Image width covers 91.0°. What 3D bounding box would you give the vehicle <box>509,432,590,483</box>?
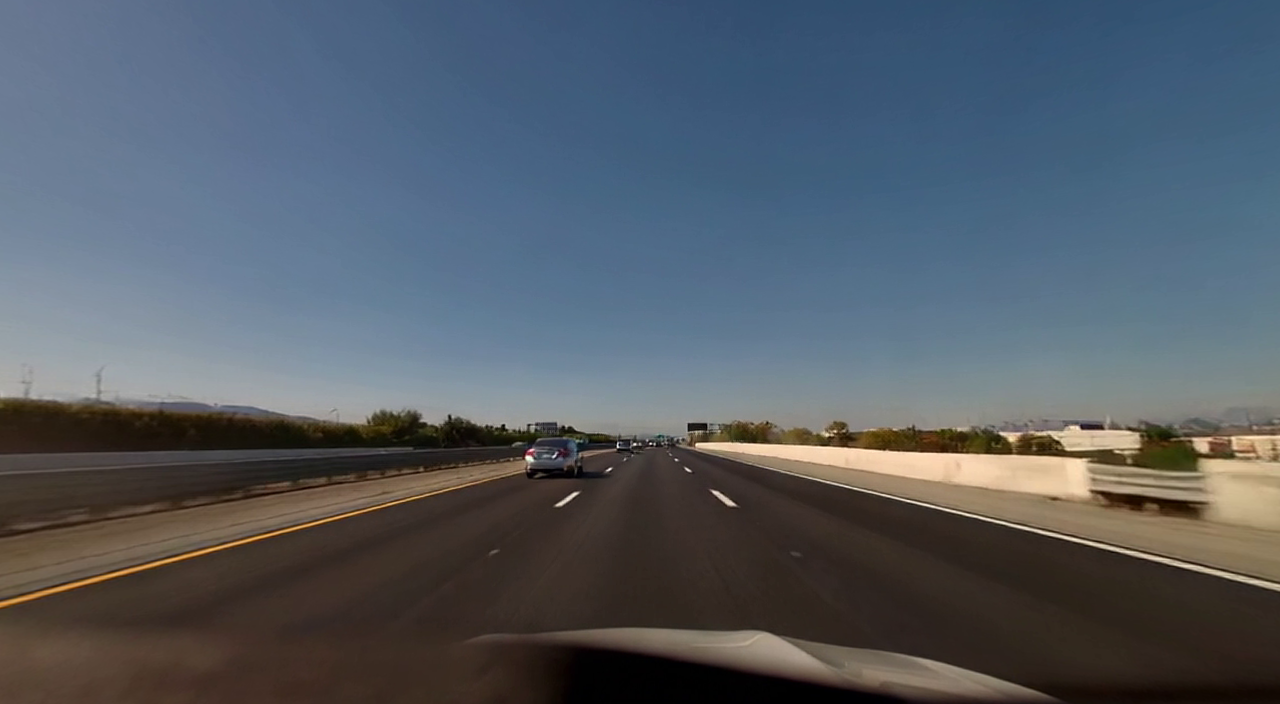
[{"bbox_3d":[-3.062,3.687,22.412,2.053,1.587,4.855,0,-8,2],"label":"vehicle"}]
